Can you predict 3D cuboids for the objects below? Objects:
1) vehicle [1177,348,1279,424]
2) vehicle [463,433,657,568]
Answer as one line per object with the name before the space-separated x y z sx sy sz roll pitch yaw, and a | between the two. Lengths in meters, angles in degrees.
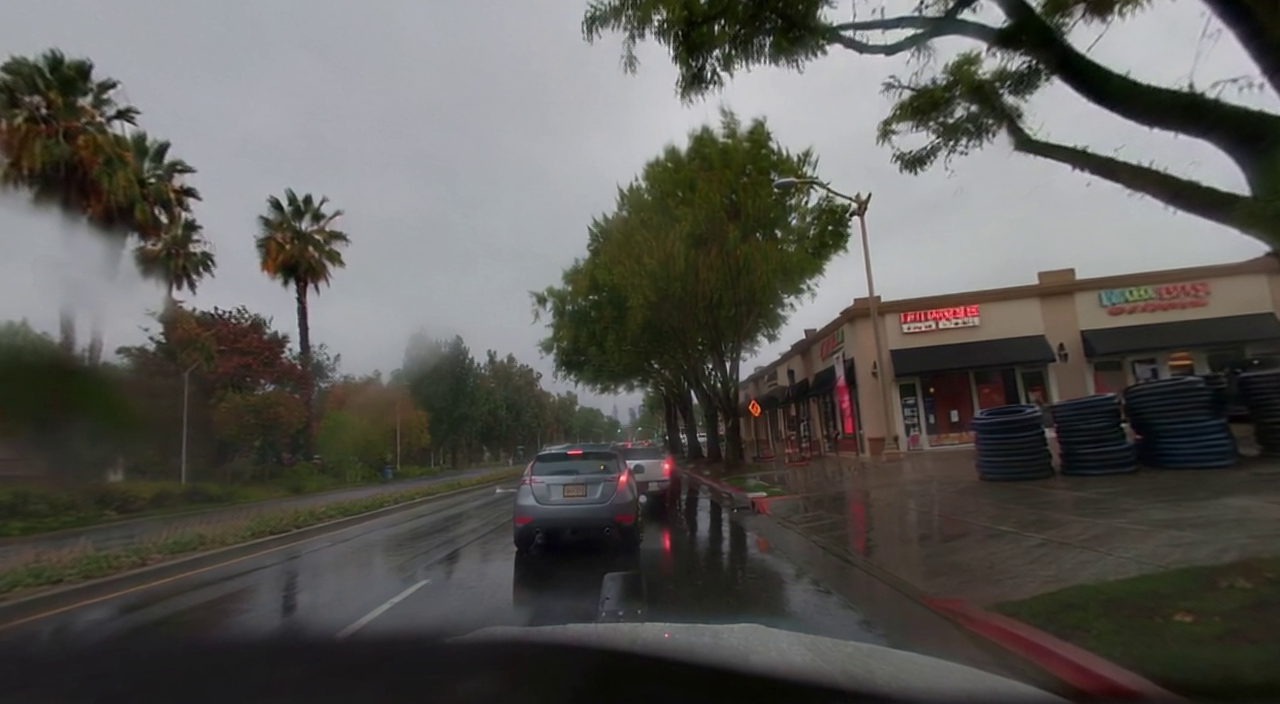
vehicle | 16.519 0.951 16.509 1.810 1.669 3.883 0 -8 7
vehicle | -0.957 1.973 9.205 2.169 1.495 4.048 0 -8 -2
